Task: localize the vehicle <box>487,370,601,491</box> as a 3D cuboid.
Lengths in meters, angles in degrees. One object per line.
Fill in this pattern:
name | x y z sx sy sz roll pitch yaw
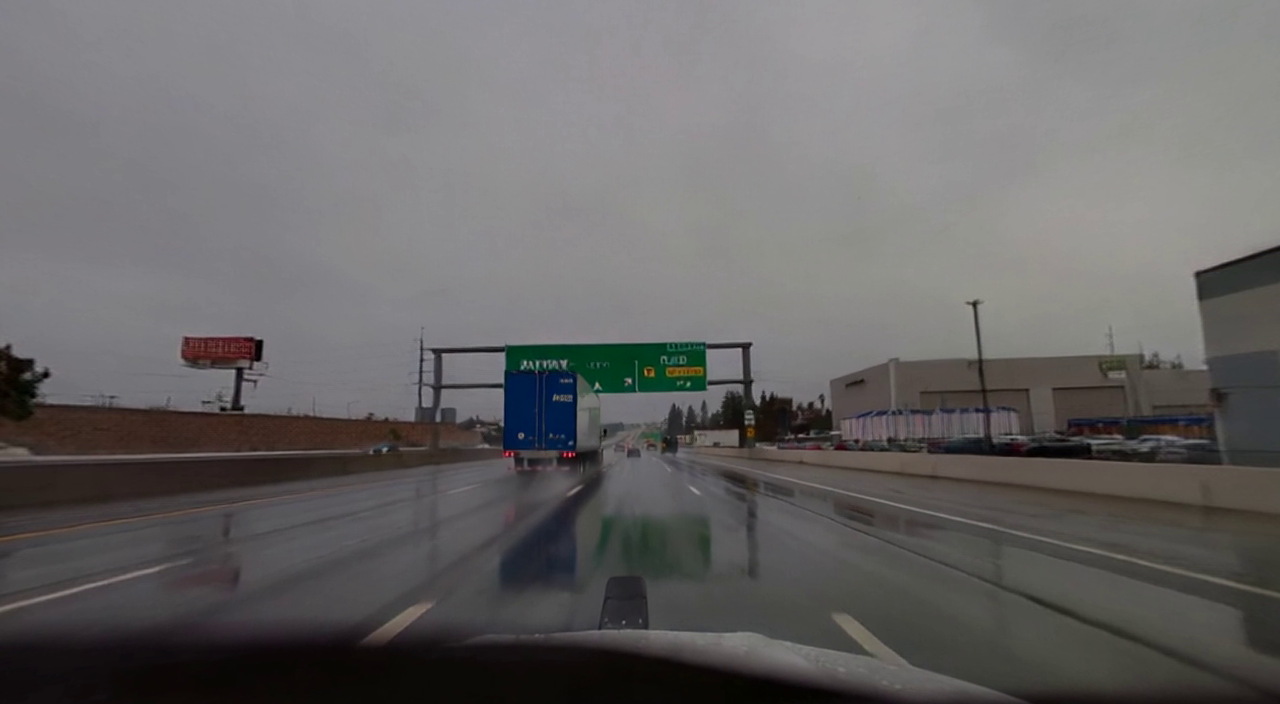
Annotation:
vehicle | -3.549 3.204 26.151 2.977 4.048 8.890 2 -7 2
